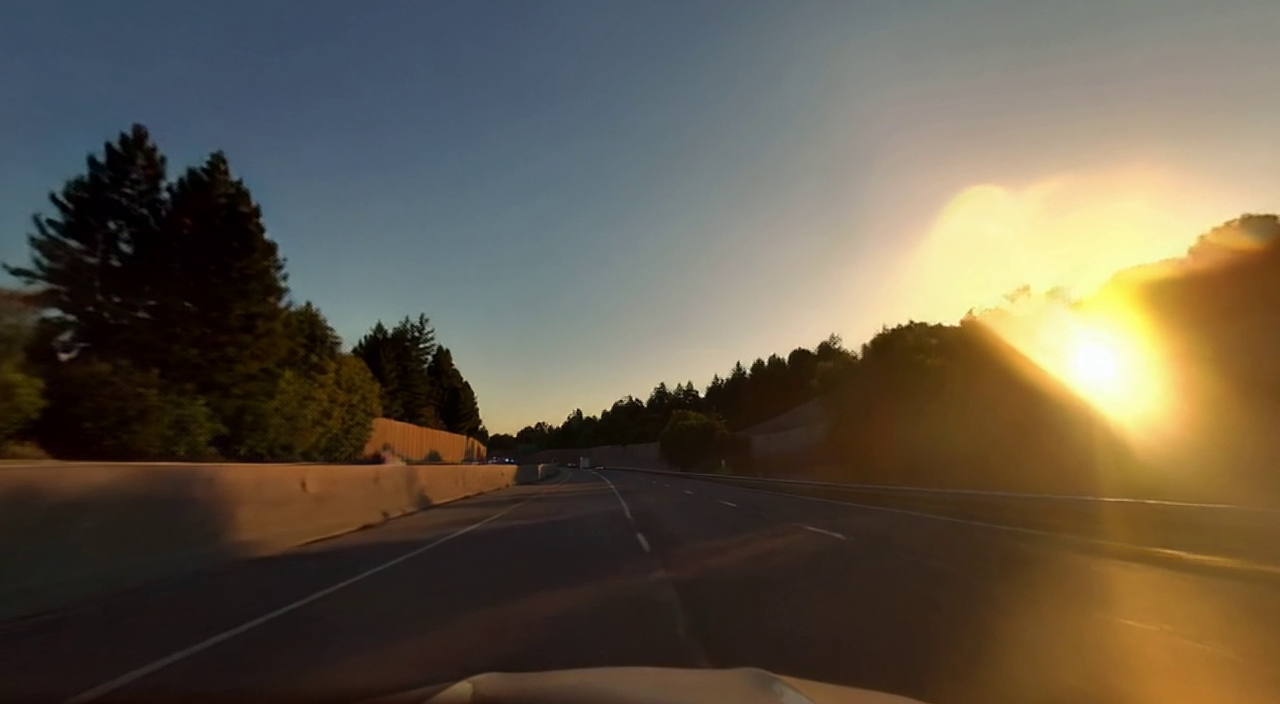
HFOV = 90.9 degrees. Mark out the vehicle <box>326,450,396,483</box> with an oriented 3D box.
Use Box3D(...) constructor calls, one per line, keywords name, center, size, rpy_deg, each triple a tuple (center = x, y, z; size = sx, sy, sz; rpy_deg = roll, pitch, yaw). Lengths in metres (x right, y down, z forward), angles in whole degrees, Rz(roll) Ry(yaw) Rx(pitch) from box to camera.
Box3D(name="vehicle", center=(-13.438, 5.555, 30.611), size=(1.784, 1.447, 3.731), rpy_deg=(1, -10, -2))
